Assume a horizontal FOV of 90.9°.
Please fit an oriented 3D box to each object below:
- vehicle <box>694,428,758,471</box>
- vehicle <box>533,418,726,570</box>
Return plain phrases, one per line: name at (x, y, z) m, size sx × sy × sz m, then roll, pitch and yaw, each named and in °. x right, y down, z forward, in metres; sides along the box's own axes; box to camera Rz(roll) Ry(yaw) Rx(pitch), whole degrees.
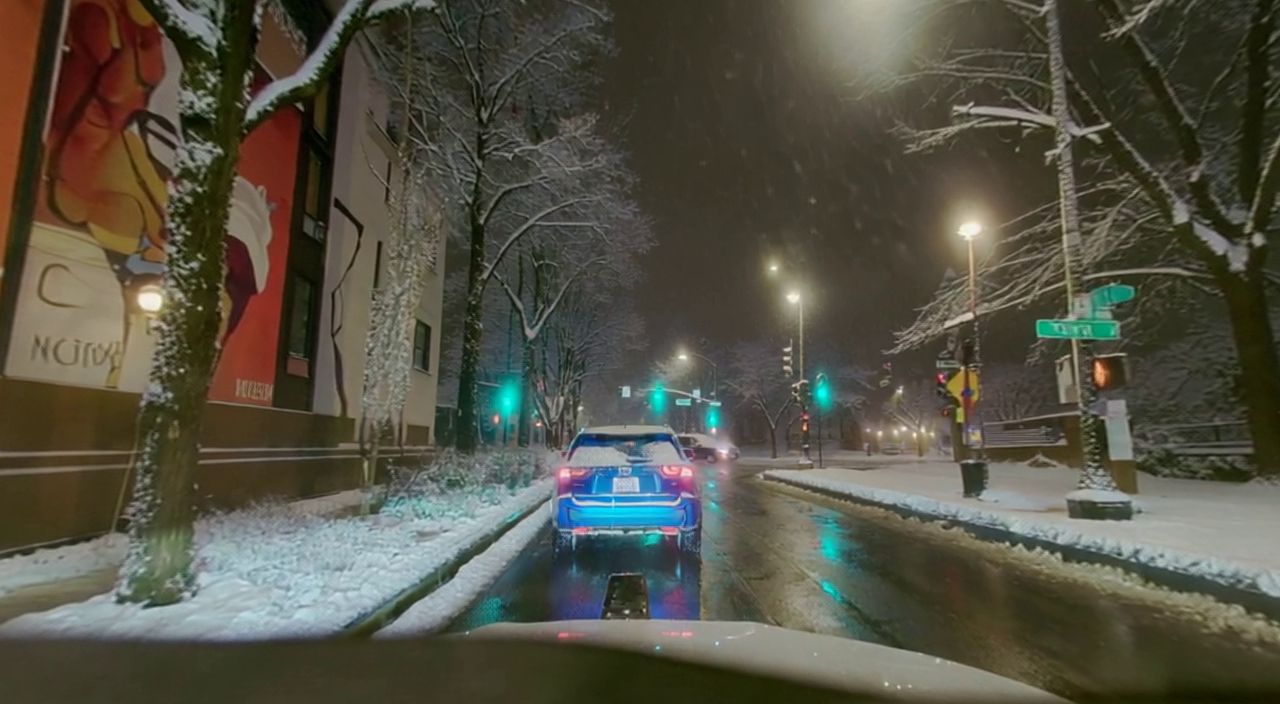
vehicle at (4.742, 5.205, 33.804) m, size 2.448 × 2.063 × 5.513 m, roll -3°, pitch -9°, yaw 17°
vehicle at (-0.132, 1.829, 8.827) m, size 2.079 × 1.621 × 3.861 m, roll 0°, pitch -8°, yaw 0°
